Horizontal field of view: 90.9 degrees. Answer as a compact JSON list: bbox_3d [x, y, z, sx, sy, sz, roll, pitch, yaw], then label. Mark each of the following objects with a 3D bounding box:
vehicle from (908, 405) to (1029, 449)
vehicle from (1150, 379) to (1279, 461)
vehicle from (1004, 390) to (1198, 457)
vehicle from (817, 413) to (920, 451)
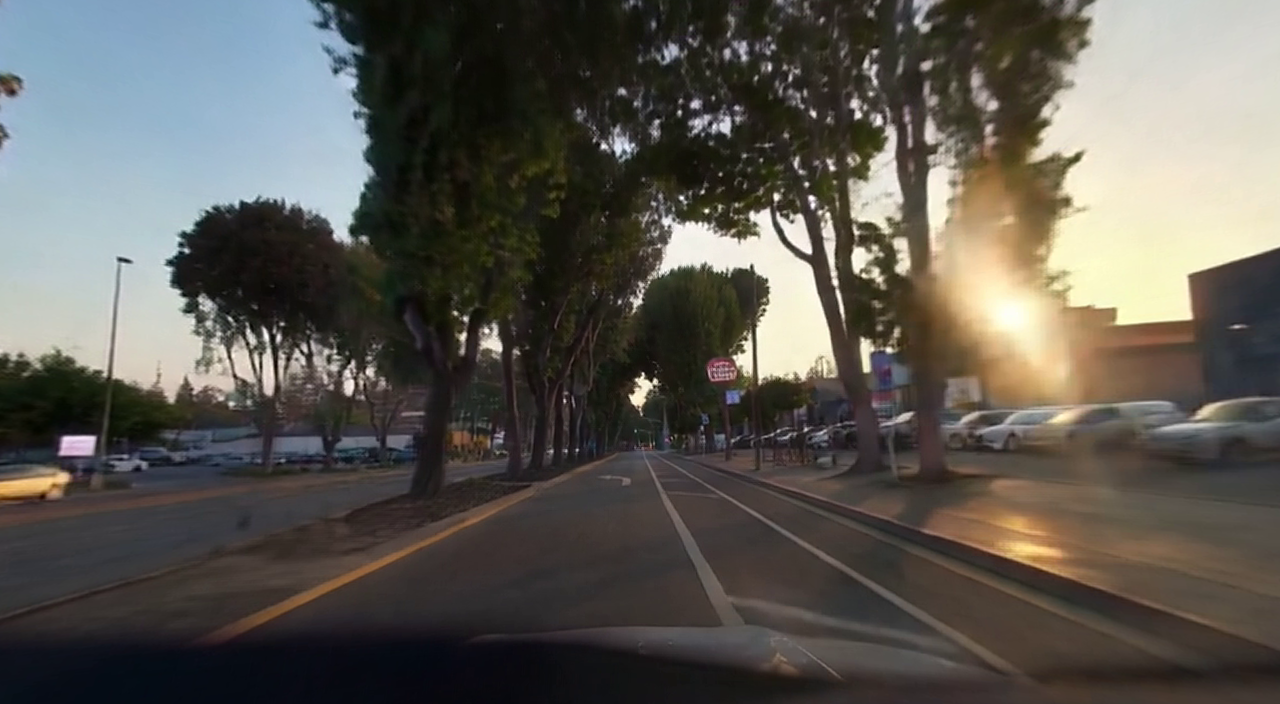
[{"bbox_3d":[12.682,2.938,24.494,3.641,1.524,1.731,-2,-8,-1],"label":"vehicle"},{"bbox_3d":[12.585,1.355,12.320,3.712,1.467,1.729,0,-8,-1],"label":"vehicle"},{"bbox_3d":[12.365,1.965,17.100,3.742,1.560,1.822,-2,-8,0],"label":"vehicle"},{"bbox_3d":[12.576,4.420,34.927,4.713,1.767,2.268,-3,-7,1],"label":"vehicle"}]
